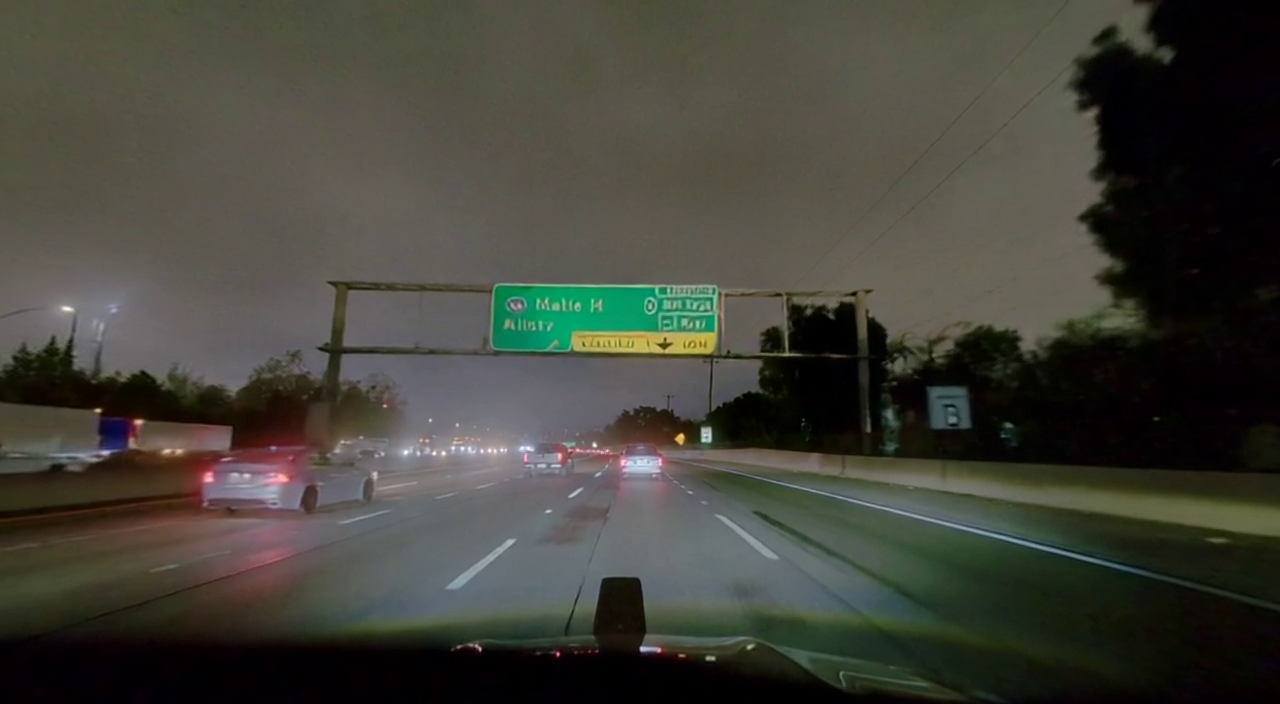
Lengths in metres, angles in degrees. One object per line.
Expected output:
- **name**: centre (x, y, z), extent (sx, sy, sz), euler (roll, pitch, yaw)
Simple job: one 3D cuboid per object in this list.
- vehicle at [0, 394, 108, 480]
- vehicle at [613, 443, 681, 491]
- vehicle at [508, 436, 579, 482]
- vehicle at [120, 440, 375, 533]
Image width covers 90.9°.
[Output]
- **vehicle**: centre (-31.890, 4.023, 29.819), extent (2.841, 4.066, 12.931), euler (1, -8, -4)
- **vehicle**: centre (0.171, 3.856, 21.574), extent (2.082, 1.482, 4.126), euler (0, -8, -1)
- **vehicle**: centre (-3.982, 4.529, 26.937), extent (2.289, 1.777, 4.534), euler (0, -8, 0)
- **vehicle**: centre (-7.235, 2.491, 12.412), extent (1.974, 1.464, 4.733), euler (0, -8, 0)
